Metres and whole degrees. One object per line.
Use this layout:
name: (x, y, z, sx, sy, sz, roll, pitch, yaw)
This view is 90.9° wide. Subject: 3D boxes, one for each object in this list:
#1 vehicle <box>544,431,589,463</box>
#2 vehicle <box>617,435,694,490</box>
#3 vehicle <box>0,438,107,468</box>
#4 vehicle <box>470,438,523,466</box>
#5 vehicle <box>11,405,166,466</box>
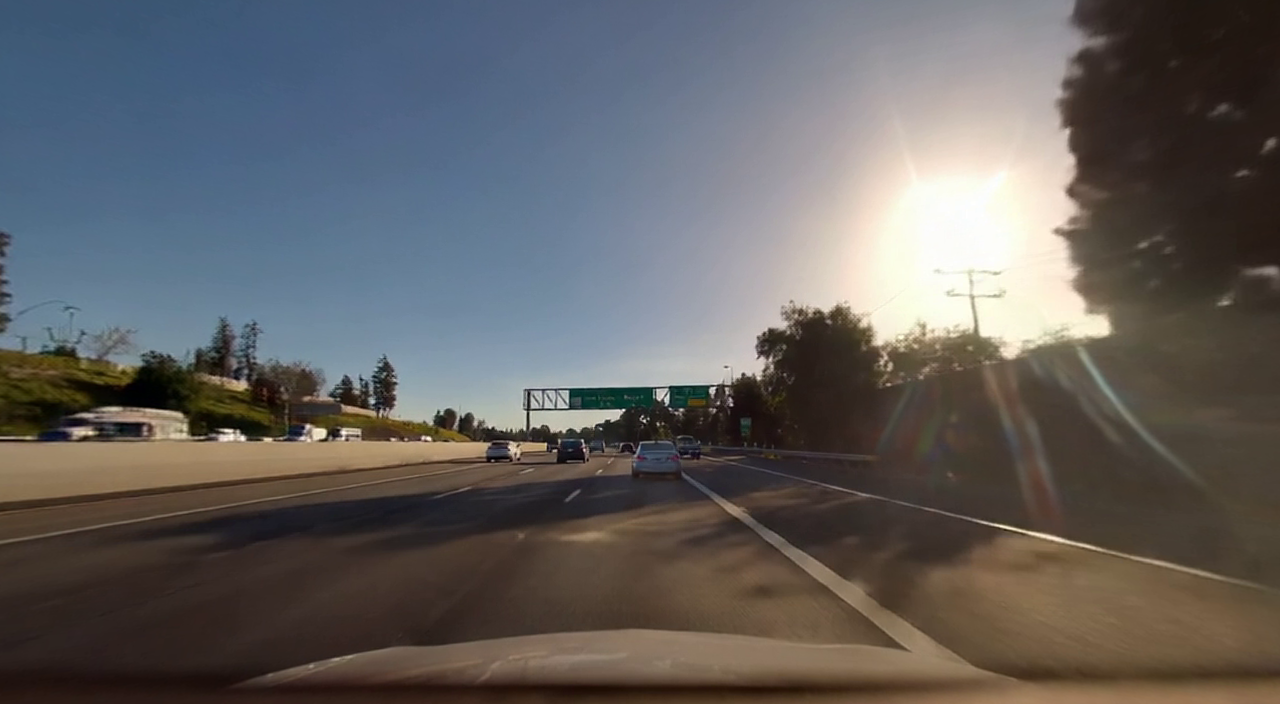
vehicle: (-4.296, 5.678, 37.646, 2.289, 1.777, 4.534, 0, -8, -2)
vehicle: (0.380, 3.283, 19.169, 2.082, 1.482, 4.126, 0, -8, -2)
vehicle: (-32.390, 5.579, 35.036, 1.923, 1.514, 4.299, 1, -8, -3)
vehicle: (-7.975, 5.612, 35.549, 1.974, 1.464, 4.733, 0, -8, -1)
vehicle: (-36.270, 5.613, 42.134, 2.841, 3.656, 8.721, 1, -8, -4)
